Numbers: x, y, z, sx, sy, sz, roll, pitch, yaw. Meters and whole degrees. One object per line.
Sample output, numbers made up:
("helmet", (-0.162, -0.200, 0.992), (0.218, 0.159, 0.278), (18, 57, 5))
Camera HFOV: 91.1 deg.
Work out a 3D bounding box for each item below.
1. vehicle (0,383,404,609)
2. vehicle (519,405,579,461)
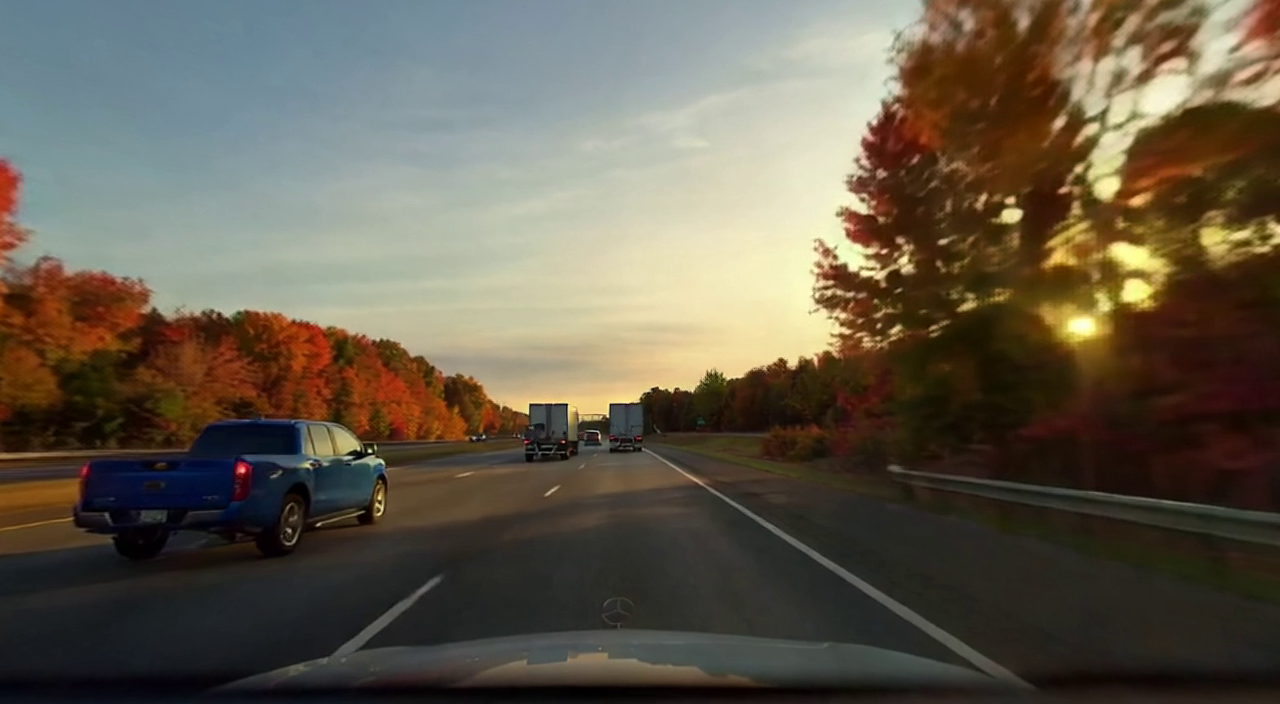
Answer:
("vehicle", (-4.515, 1.364, 6.967), (2.089, 1.669, 4.515), (0, -8, -1))
("vehicle", (-4.765, 4.376, 33.957), (2.383, 2.726, 5.677), (0, -8, 0))
